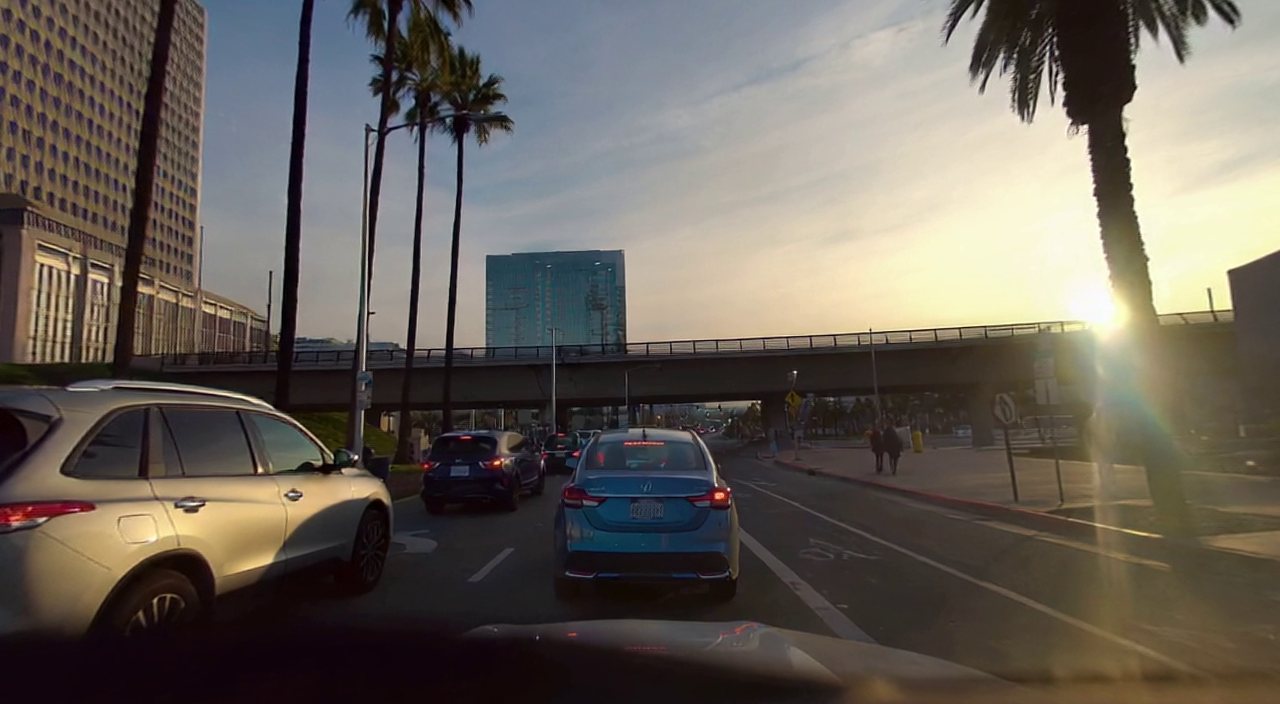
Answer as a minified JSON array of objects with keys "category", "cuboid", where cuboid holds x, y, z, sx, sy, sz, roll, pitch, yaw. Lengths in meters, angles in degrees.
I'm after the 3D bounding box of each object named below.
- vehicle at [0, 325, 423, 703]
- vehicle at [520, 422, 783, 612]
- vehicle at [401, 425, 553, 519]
[{"category":"vehicle","cuboid":[-3.261,1.075,4.200,2.014,1.740,4.359,0,-8,1]},{"category":"vehicle","cuboid":[0.072,1.589,7.036,2.036,1.461,4.129,0,-8,-1]},{"category":"vehicle","cuboid":[-3.174,2.425,13.244,1.955,1.637,4.032,0,-8,2]}]
